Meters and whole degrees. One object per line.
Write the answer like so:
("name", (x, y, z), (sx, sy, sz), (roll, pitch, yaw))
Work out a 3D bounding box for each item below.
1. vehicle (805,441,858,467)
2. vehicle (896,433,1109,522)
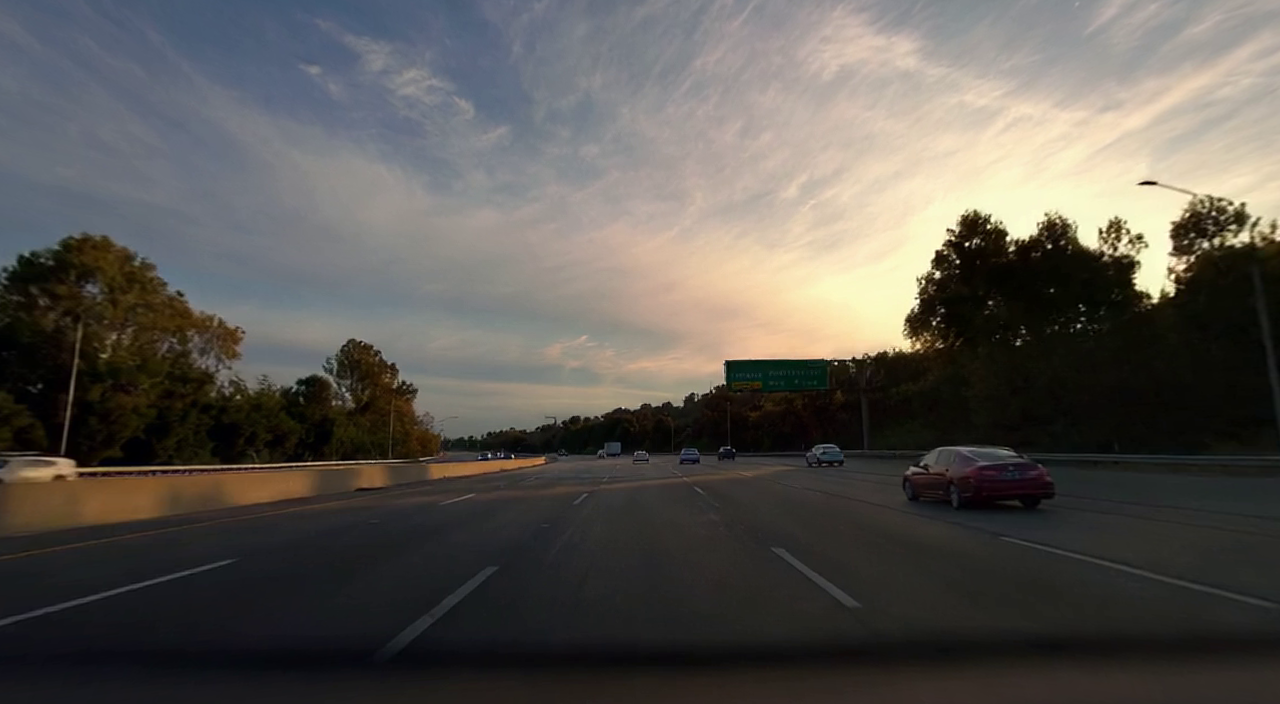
("vehicle", (14.206, 7.609, 47.163), (2.107, 1.803, 5.385), (0, -9, -2))
("vehicle", (7.696, 2.688, 14.000), (2.124, 1.661, 4.267), (0, -9, -1))
